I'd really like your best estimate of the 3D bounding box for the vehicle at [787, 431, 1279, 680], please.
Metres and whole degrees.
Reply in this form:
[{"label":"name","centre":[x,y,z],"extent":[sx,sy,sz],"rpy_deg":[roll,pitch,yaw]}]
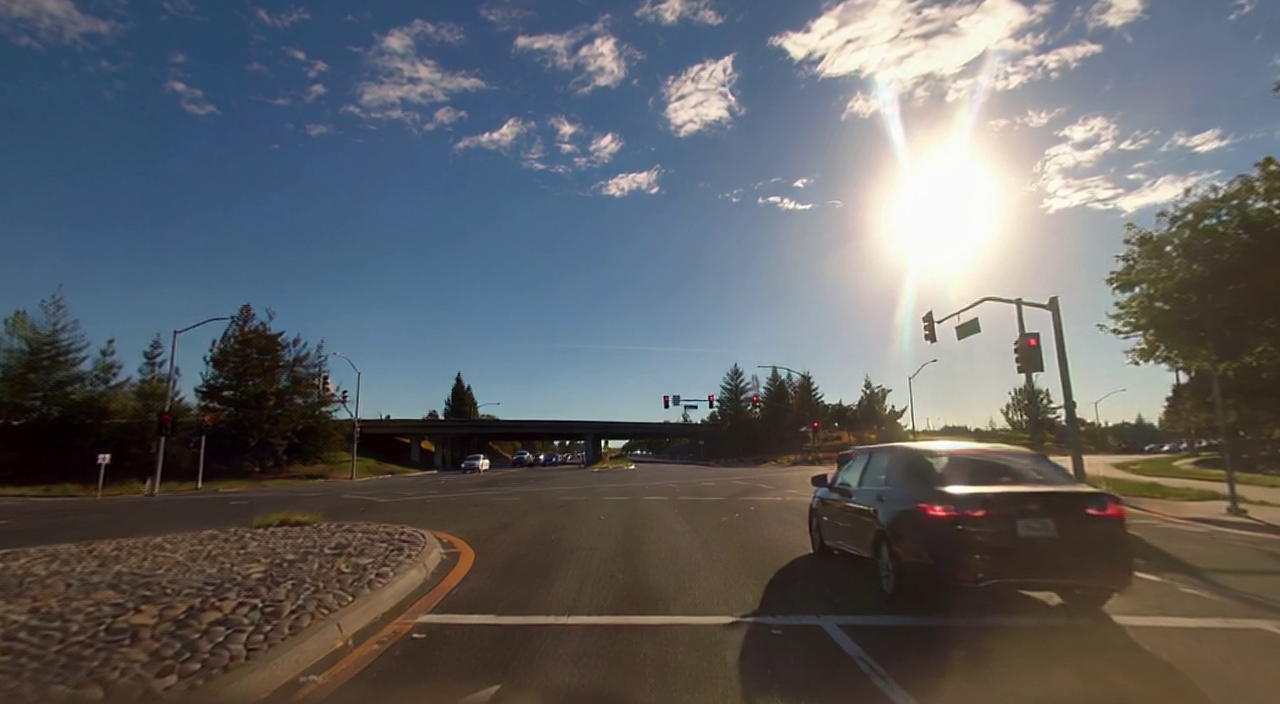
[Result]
[{"label":"vehicle","centre":[2.905,1.533,6.008],"extent":[1.909,1.425,4.521],"rpy_deg":[0,-9,0]}]
